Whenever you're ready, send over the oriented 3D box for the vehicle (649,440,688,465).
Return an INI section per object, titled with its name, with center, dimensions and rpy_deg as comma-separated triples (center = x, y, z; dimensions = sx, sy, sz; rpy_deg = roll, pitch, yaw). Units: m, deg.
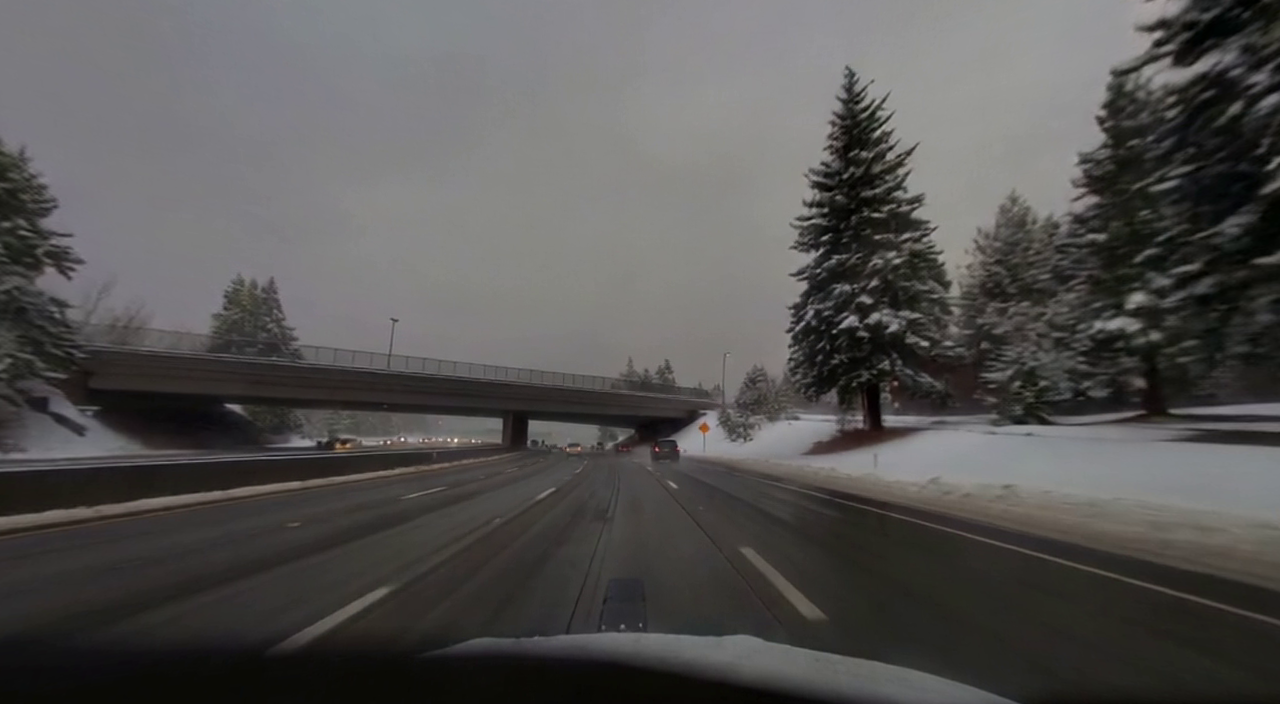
[vehicle]
center = 1.841, 6.726, 42.432
dimensions = 2.059, 1.509, 4.670
rpy_deg = 0, -8, -4
